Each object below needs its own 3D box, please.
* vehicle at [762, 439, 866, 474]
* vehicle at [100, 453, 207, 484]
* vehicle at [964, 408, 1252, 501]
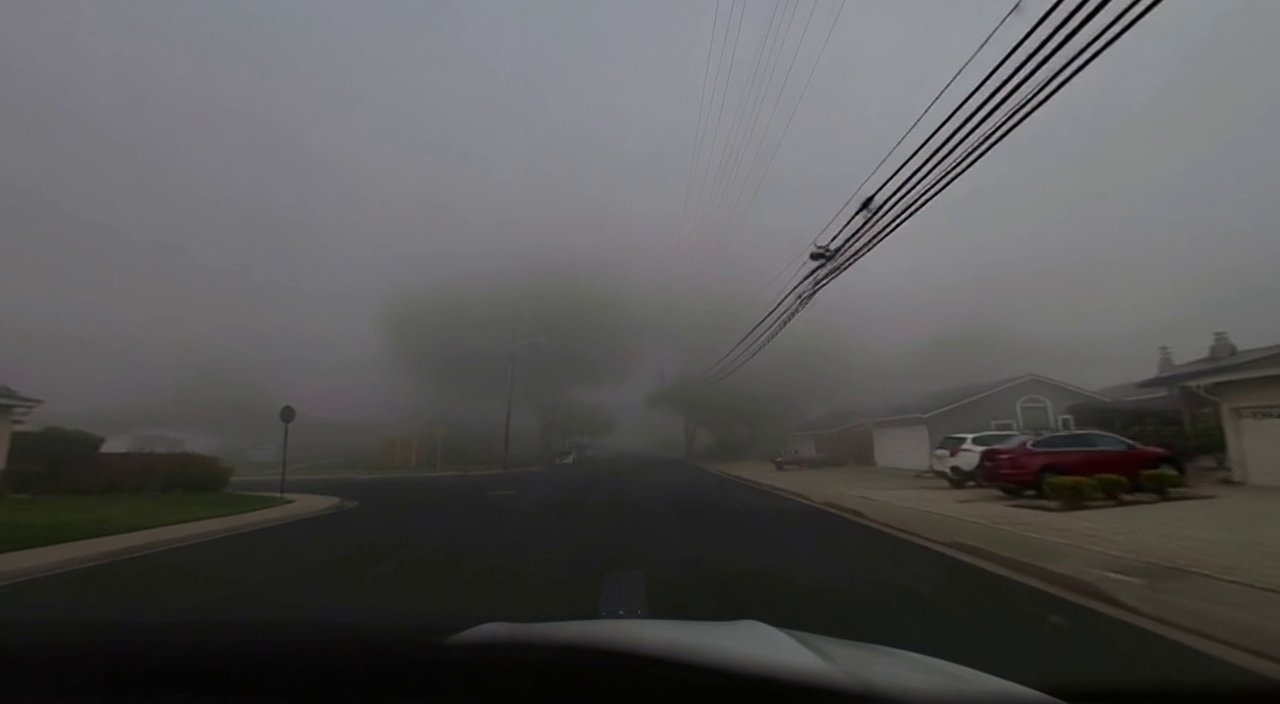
[{"bbox_3d":[9.135,5.533,33.585,4.846,1.577,2.146,-2,-8,0],"label":"vehicle"},{"bbox_3d":[-27.028,6.464,35.204,4.360,1.582,1.920,0,-7,-2],"label":"vehicle"},{"bbox_3d":[10.241,2.294,14.230,4.686,1.786,2.019,-3,-8,5],"label":"vehicle"}]
